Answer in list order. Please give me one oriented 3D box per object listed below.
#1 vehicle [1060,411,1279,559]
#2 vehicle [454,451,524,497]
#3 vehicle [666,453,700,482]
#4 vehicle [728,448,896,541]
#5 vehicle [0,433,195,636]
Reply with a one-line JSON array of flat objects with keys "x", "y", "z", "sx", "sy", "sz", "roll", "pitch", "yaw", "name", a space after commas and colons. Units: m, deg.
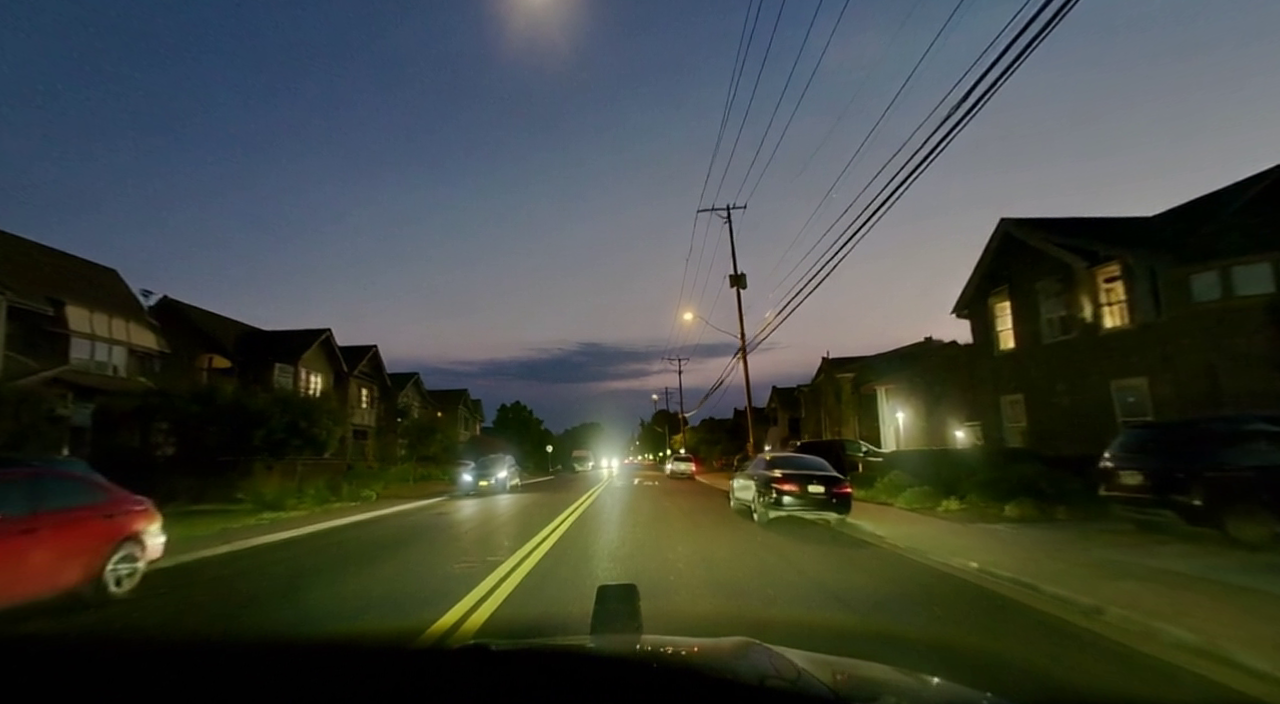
[{"x": 8.180, "y": 1.663, "z": 8.281, "sx": 3.866, "sy": 1.664, "sz": 2.015, "roll": 0, "pitch": -8, "yaw": 0, "name": "vehicle"}, {"x": -6.536, "y": 5.346, "z": 27.884, "sx": 2.056, "sy": 1.741, "sz": 4.532, "roll": -2, "pitch": -10, "yaw": -1, "name": "vehicle"}, {"x": 2.842, "y": 7.664, "z": 42.138, "sx": 1.945, "sy": 1.792, "sz": 3.903, "roll": 0, "pitch": -8, "yaw": -1, "name": "vehicle"}, {"x": 3.213, "y": 2.735, "z": 12.873, "sx": 2.076, "sy": 1.513, "sz": 4.305, "roll": 0, "pitch": -8, "yaw": -2, "name": "vehicle"}, {"x": -6.206, "y": 1.477, "z": 4.896, "sx": 1.971, "sy": 1.631, "sz": 4.944, "roll": -2, "pitch": -10, "yaw": -1, "name": "vehicle"}]
